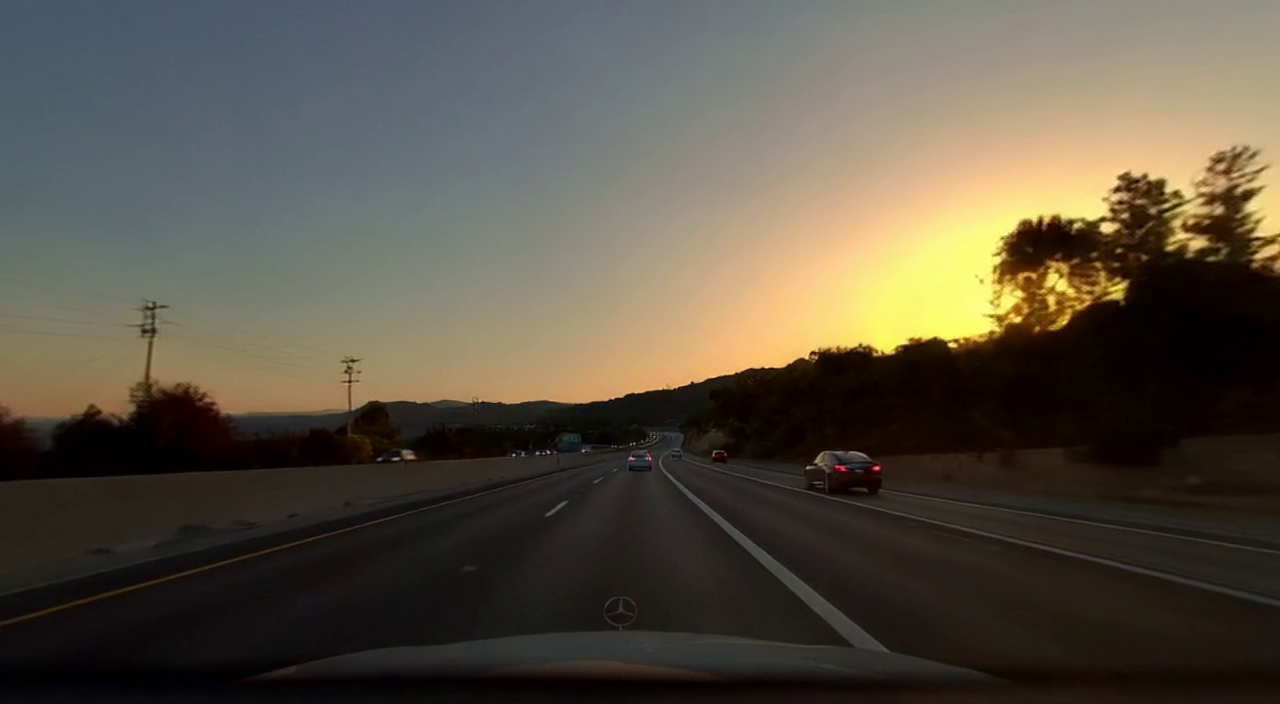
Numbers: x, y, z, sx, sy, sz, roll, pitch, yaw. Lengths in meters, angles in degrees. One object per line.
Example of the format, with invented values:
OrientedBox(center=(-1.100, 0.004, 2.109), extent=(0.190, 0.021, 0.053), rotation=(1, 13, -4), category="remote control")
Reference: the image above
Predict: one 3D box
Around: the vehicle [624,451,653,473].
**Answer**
OrientedBox(center=(-0.077, 8.101, 46.269), extent=(2.025, 1.526, 4.181), rotation=(0, -9, 0), category="vehicle")

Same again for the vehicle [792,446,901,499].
OrientedBox(center=(6.750, 3.964, 21.079), extent=(2.008, 1.533, 4.592), rotation=(0, -9, -1), category="vehicle")

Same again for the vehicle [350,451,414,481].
OrientedBox(center=(-15.373, 6.785, 37.623), extent=(1.914, 1.628, 4.521), rotation=(-1, -9, 1), category="vehicle")
